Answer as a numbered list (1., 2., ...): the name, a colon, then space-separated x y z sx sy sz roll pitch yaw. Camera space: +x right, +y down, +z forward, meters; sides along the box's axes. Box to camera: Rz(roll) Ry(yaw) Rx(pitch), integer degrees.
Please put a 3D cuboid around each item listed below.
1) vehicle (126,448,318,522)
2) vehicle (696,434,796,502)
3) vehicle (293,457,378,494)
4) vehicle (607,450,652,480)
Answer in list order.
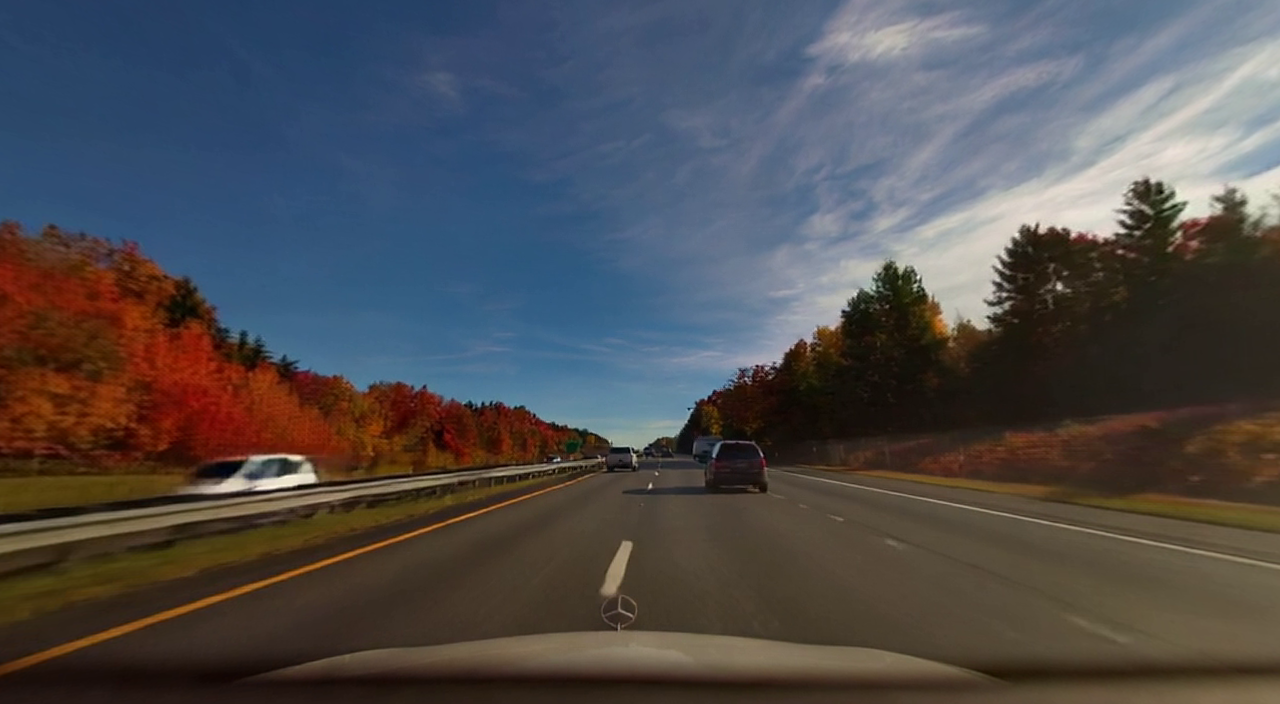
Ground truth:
1. vehicle: -10.788 3.415 16.659 1.996 1.663 4.278 -1 -9 2
2. vehicle: 2.920 3.330 18.387 2.250 1.718 4.358 -1 -9 1
3. vehicle: -15.126 6.116 31.400 1.938 1.618 4.309 -1 -9 2
4. vehicle: -0.453 5.703 31.829 2.037 1.418 3.793 -1 -9 3
